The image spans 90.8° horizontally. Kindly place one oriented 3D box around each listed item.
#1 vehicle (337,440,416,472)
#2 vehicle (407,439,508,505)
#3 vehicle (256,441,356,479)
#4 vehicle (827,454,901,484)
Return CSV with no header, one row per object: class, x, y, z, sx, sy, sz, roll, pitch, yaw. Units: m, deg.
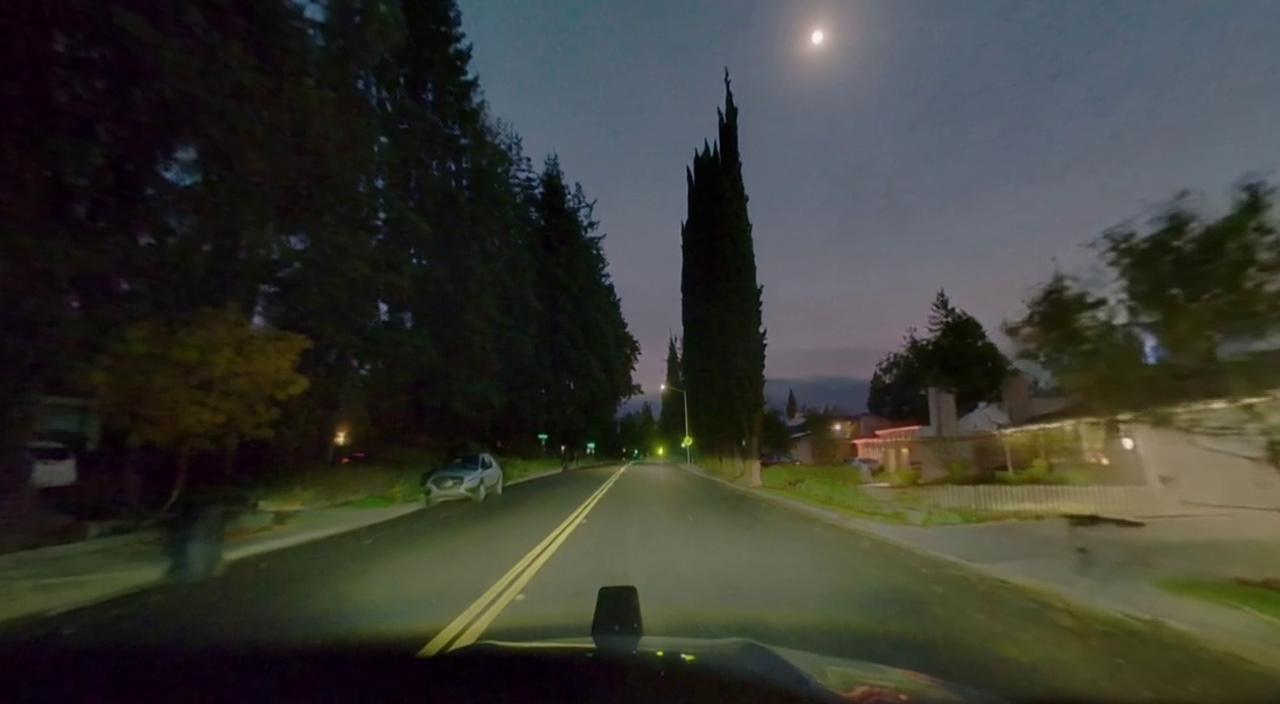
vehicle,-17.460,6.895,41.775,4.918,1.918,2.002,-7,-11,25
vehicle,-5.856,4.022,20.819,1.924,1.765,4.542,-5,-13,0
vehicle,-17.091,5.528,32.309,4.742,1.495,1.963,-9,-11,23
vehicle,14.591,7.547,41.105,4.231,1.493,1.941,0,-8,32
